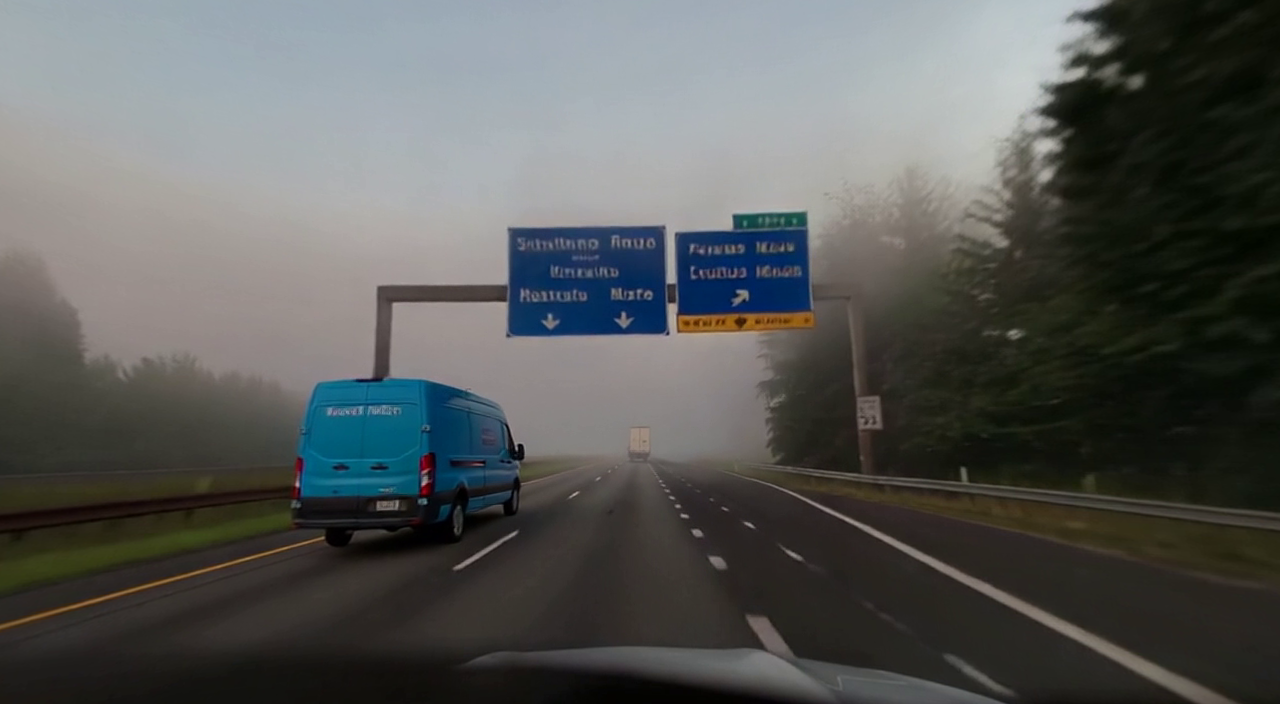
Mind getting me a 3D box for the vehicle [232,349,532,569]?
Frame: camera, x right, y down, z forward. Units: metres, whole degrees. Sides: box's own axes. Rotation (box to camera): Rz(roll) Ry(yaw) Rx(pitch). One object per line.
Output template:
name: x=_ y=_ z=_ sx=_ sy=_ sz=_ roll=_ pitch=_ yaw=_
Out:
vehicle: x=-3.688 y=1.801 z=11.130 sx=2.320 sy=2.636 sz=7.021 roll=0 pitch=-9 yaw=0
